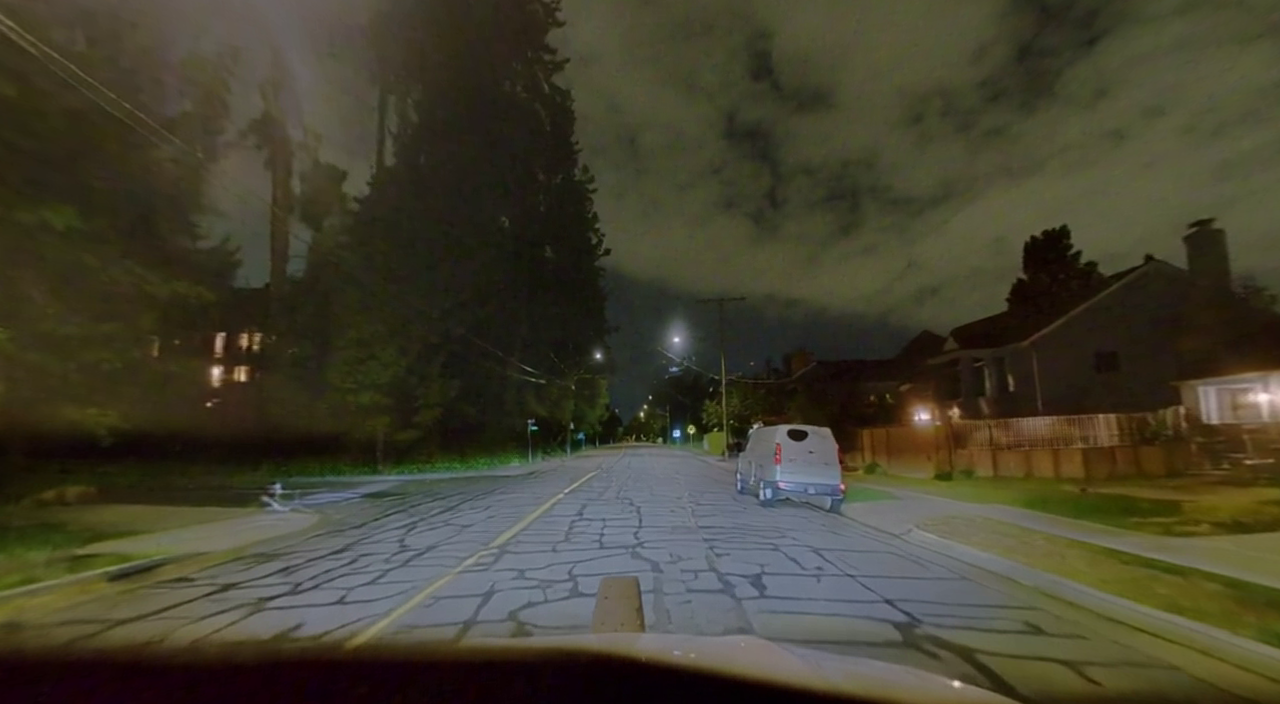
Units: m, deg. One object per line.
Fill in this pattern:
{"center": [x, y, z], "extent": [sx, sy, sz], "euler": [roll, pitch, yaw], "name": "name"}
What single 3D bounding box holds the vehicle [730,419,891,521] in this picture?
{"center": [3.221, 2.336, 13.010], "extent": [2.086, 1.726, 4.384], "euler": [0, -8, 0], "name": "vehicle"}
